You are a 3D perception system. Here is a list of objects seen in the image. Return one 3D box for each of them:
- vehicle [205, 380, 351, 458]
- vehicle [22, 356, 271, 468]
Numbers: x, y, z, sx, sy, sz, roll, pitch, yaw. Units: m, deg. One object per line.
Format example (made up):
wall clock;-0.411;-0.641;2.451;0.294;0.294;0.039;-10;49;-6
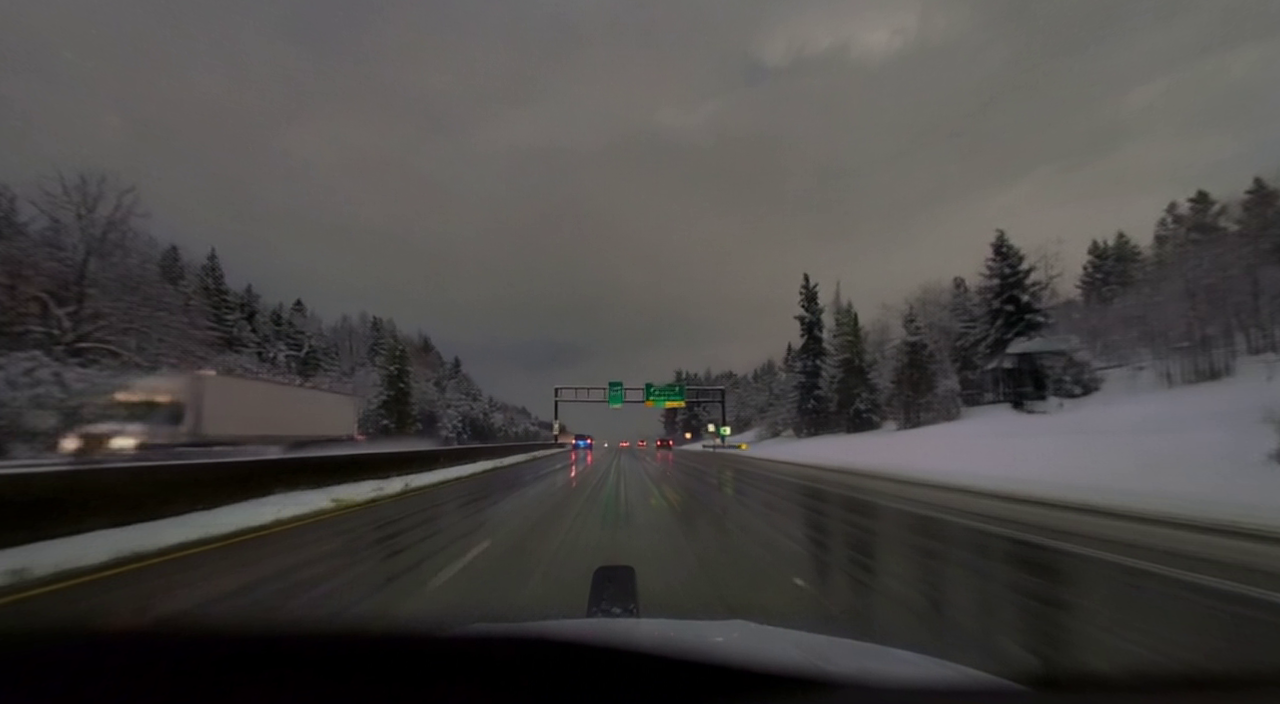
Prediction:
vehicle;-20.801;4.140;37.193;2.966;3.974;9.687;0;-8;-1
vehicle;-20.561;2.843;27.522;2.914;3.993;9.893;0;-8;-1
